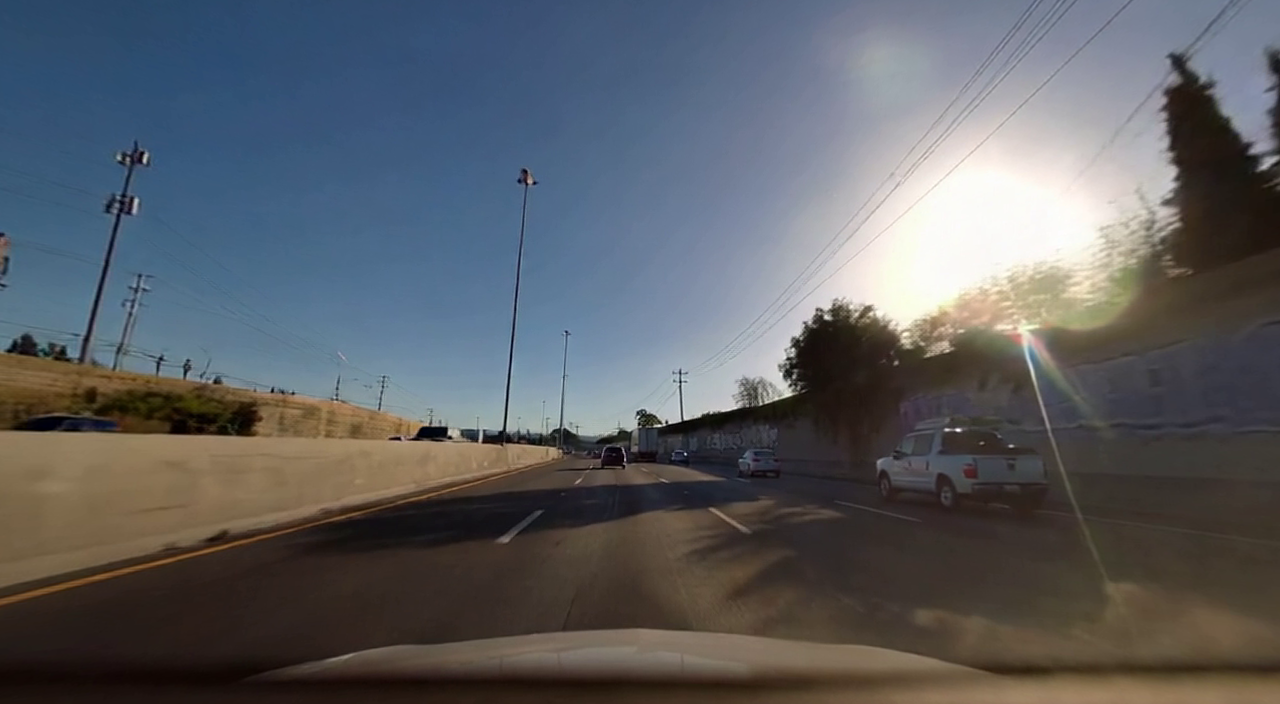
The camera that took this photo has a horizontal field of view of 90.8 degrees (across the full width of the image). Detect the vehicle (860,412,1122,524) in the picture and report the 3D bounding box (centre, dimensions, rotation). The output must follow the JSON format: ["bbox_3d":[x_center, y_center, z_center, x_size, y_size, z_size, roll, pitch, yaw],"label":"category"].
[{"bbox_3d":[7.193,2.499,14.063,2.325,1.924,5.838,0,-9,-2],"label":"vehicle"}]

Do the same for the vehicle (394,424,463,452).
[{"bbox_3d":[-10.535,4.396,31.845,2.006,1.300,4.518,0,-9,-1],"label":"vehicle"}]

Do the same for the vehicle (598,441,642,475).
[{"bbox_3d":[-1.086,5.542,33.102,2.191,1.685,3.353,0,-9,-3],"label":"vehicle"}]

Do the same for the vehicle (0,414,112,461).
[{"bbox_3d":[-21.317,3.043,22.080,1.870,1.492,4.545,0,-9,-2],"label":"vehicle"}]

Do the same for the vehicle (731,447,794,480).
[{"bbox_3d":[6.082,5.589,31.975,2.032,1.525,4.631,0,-9,-3],"label":"vehicle"}]
